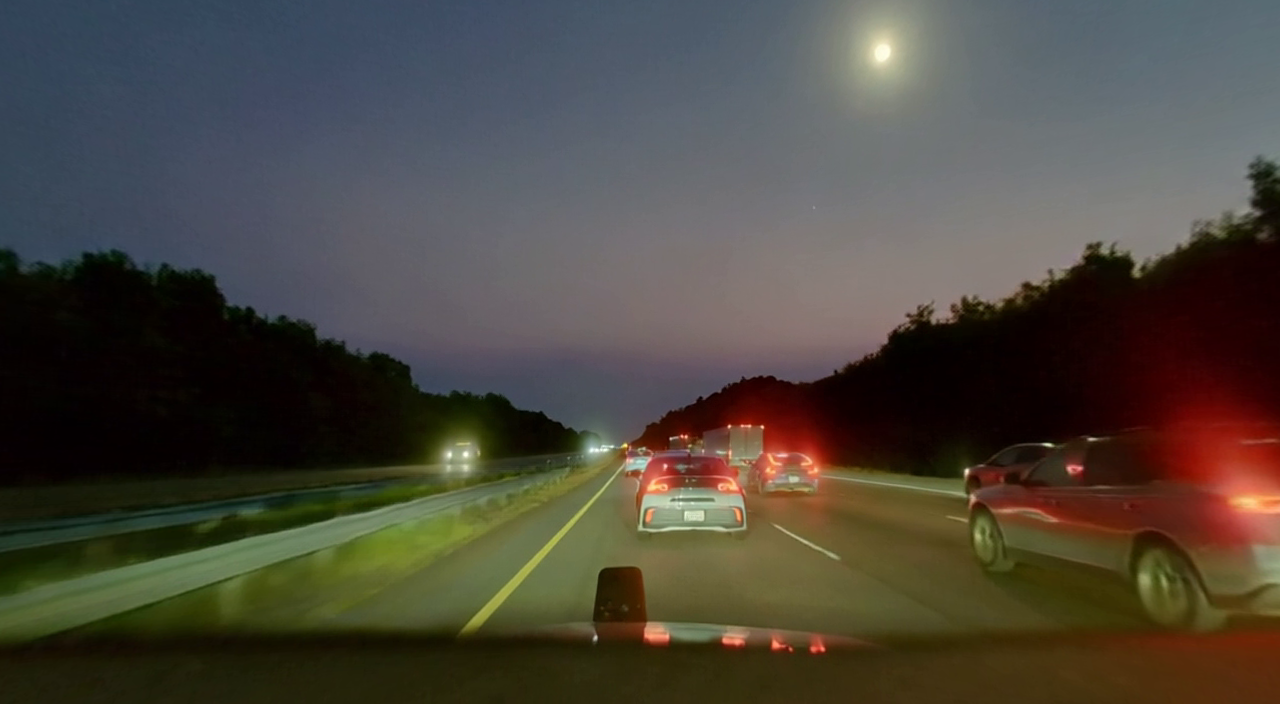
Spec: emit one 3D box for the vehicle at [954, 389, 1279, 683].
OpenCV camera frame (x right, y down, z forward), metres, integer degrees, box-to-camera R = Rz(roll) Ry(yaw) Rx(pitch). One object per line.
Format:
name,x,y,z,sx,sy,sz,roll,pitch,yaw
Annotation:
vehicle,4.637,1.241,4.837,1.998,1.657,4.604,0,-9,-1

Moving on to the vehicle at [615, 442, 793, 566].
vehicle,0.716,2.091,9.345,2.094,1.426,3.725,0,-9,-1

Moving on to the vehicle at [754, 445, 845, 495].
vehicle,5.260,3.960,21.411,1.908,1.500,4.157,0,-9,-1

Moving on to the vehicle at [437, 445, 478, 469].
vehicle,-12.504,7.204,43.295,1.744,1.527,3.666,0,-9,-1
